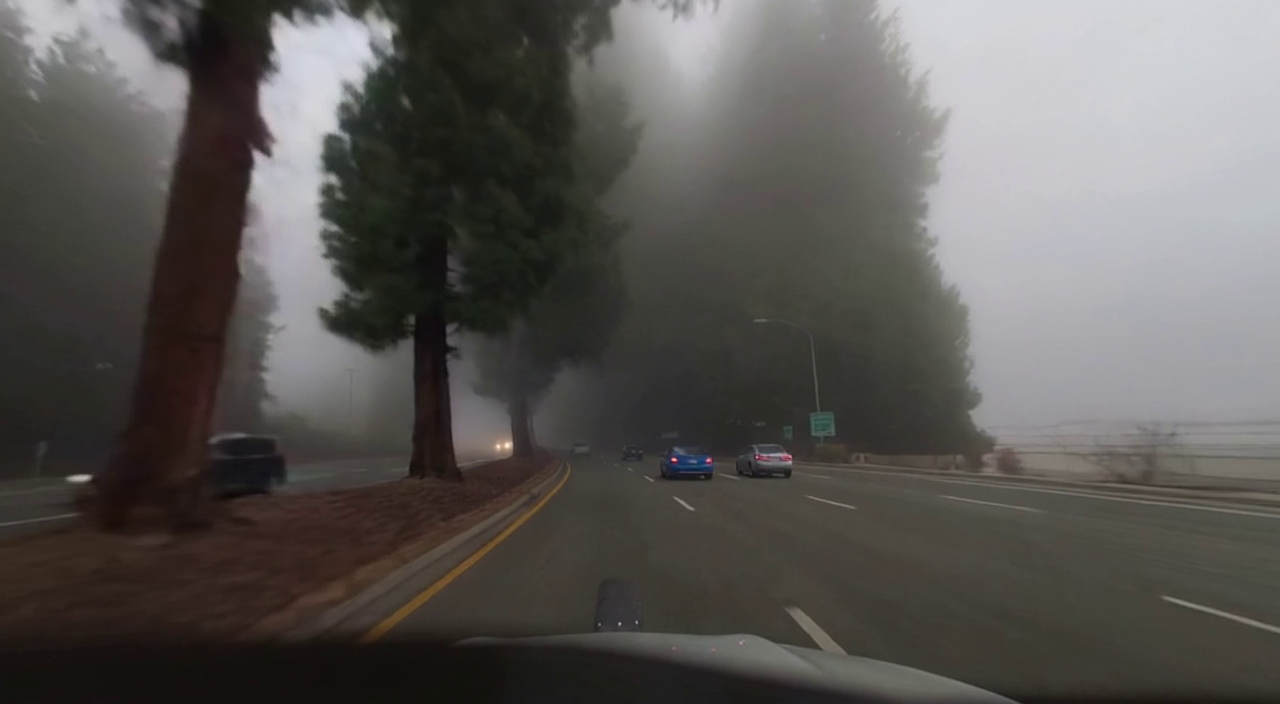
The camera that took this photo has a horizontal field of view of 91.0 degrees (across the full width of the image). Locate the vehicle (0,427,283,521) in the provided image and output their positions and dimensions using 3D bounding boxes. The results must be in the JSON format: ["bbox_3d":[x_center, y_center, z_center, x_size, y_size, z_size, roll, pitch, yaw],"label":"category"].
[{"bbox_3d":[-9.472,2.287,12.431,2.149,1.477,4.783,0,-8,-2],"label":"vehicle"}]

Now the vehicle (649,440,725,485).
[{"bbox_3d":[1.597,3.952,22.884,2.077,1.464,4.134,1,-8,-5],"label":"vehicle"}]

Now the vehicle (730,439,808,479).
[{"bbox_3d":[5.130,4.299,25.660,1.901,1.474,4.363,1,-8,-5],"label":"vehicle"}]
